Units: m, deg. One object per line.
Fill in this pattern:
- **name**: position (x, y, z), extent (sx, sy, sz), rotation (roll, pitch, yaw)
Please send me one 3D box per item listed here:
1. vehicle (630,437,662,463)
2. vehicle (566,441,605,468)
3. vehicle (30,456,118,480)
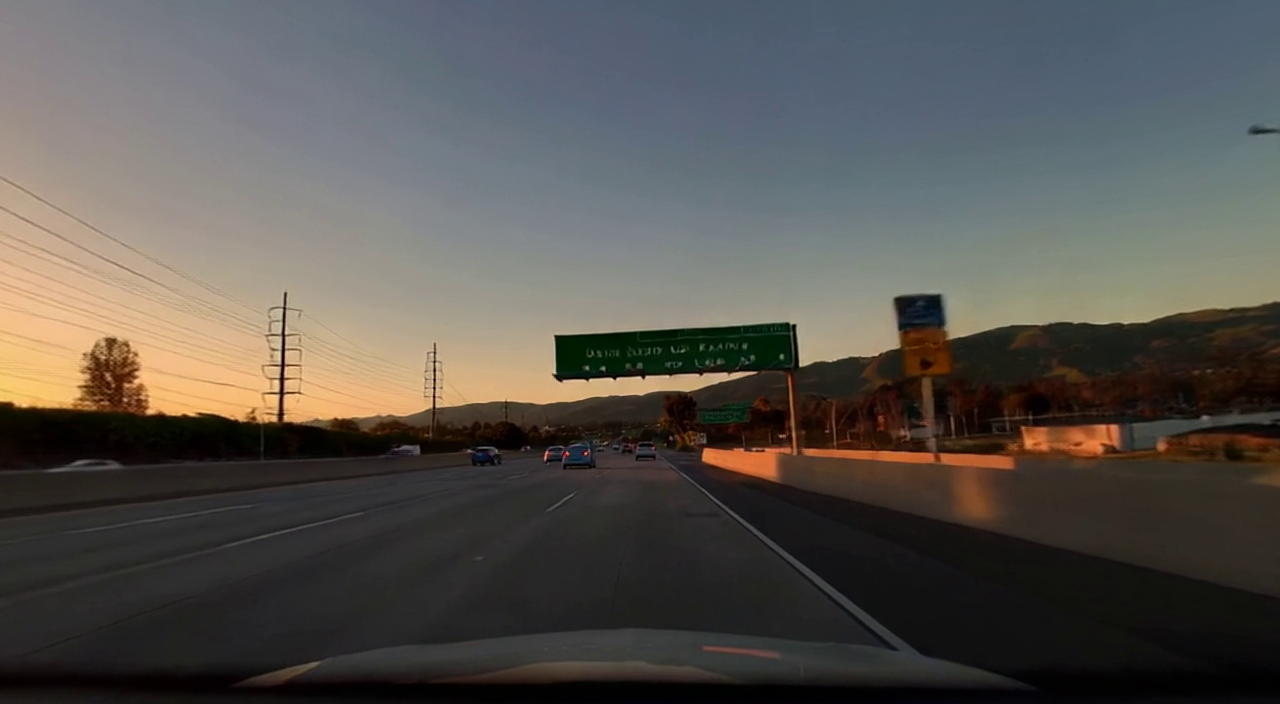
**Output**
- **vehicle**: position (0.375, 7.130, 45.919), extent (2.194, 1.737, 4.127), rotation (0, -8, -1)
- **vehicle**: position (-3.328, 6.368, 39.417), extent (1.967, 1.517, 4.808), rotation (0, -8, 1)
- **vehicle**: position (-39.536, 8.086, 44.184), extent (1.894, 1.475, 4.624), rotation (0, -8, 0)
